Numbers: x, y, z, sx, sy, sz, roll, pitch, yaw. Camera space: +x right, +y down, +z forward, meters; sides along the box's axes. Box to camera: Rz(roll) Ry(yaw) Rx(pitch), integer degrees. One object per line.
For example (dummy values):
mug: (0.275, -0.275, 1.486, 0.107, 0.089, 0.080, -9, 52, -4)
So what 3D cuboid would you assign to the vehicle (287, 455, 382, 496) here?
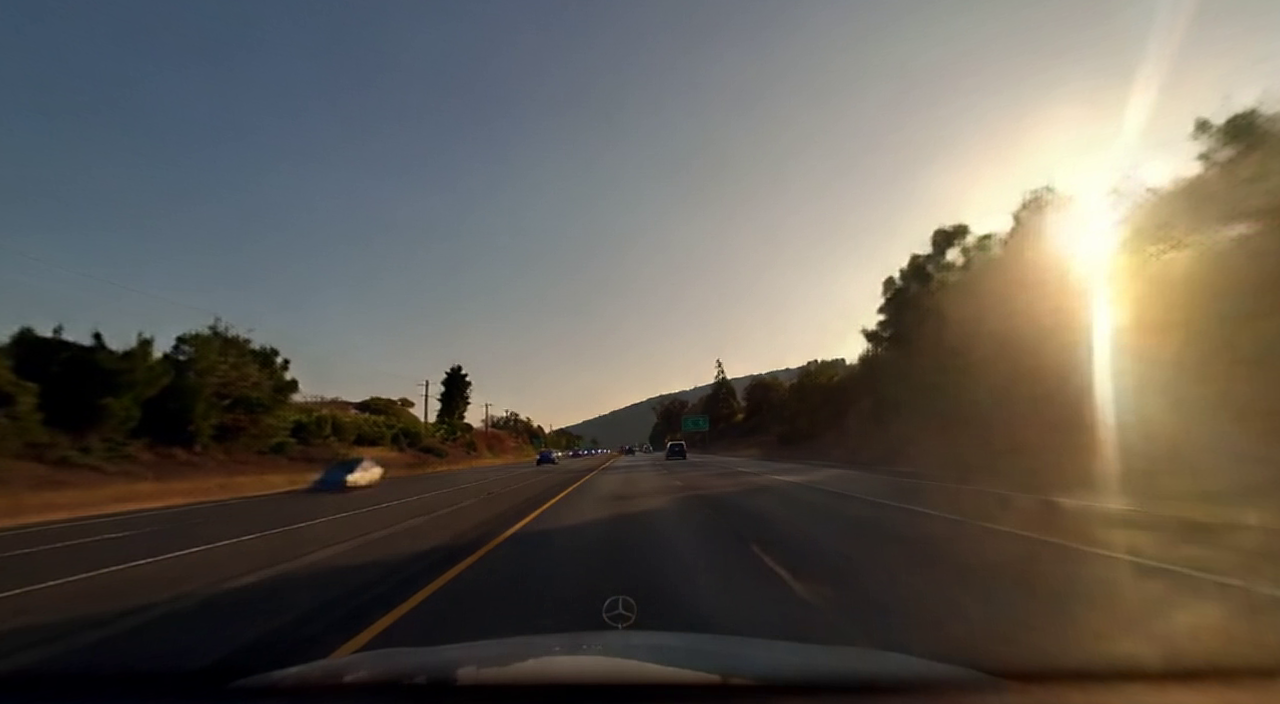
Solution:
vehicle: (-13.343, 5.382, 27.693, 1.919, 1.555, 4.368, -1, -9, 1)

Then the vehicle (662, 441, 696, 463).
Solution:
vehicle: (3.103, 7.826, 49.021, 1.972, 1.614, 4.025, -2, -8, 13)
